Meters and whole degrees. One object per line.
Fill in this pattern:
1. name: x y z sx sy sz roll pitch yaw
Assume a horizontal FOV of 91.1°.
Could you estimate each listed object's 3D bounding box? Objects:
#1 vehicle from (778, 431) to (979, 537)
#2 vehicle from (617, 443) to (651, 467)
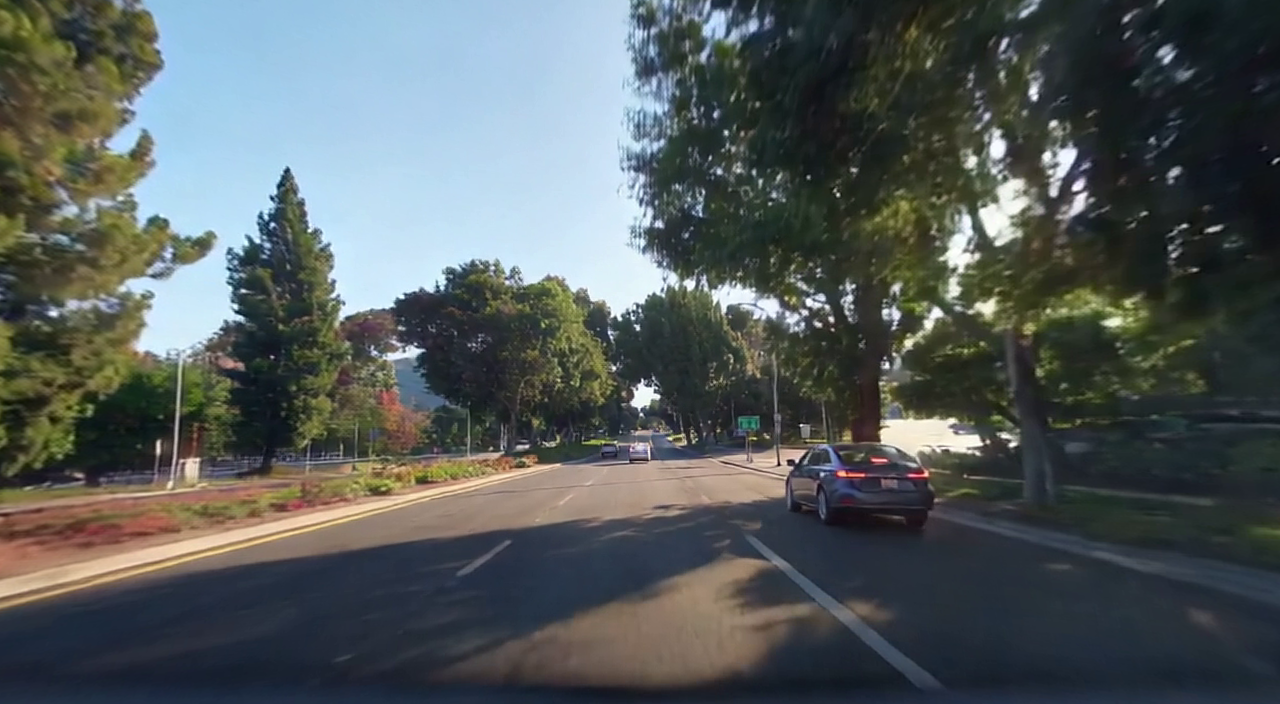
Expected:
1. vehicle: 3.971 2.267 11.390 1.913 1.516 4.322 0 -9 0
2. vehicle: -0.361 7.102 43.316 2.095 1.548 4.264 -1 -9 2
